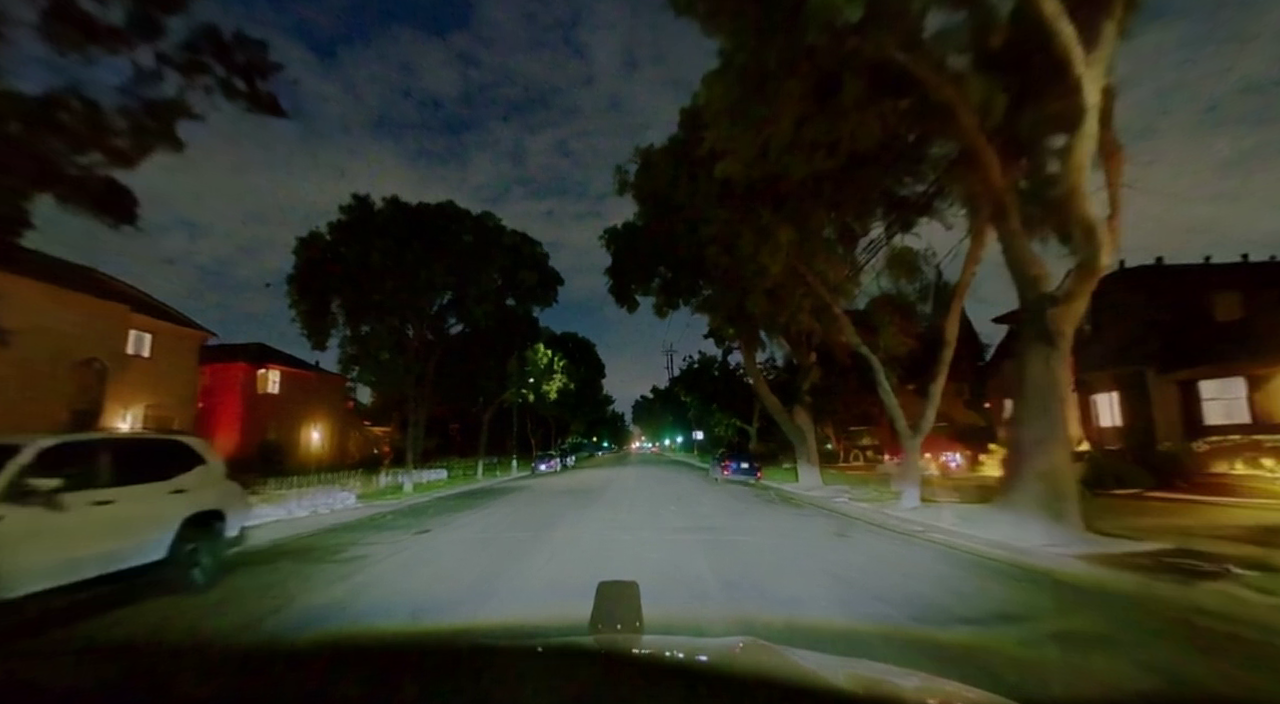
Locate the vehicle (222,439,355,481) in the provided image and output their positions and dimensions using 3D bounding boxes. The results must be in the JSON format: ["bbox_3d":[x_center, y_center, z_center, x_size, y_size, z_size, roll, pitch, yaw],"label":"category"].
[{"bbox_3d":[-15.332,4.725,27.768,4.530,1.777,2.107,0,-9,-3],"label":"vehicle"}]

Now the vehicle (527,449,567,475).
[{"bbox_3d":[-6.077,7.234,41.785,1.944,1.621,4.187,-1,-9,1],"label":"vehicle"}]

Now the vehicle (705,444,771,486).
[{"bbox_3d":[4.023,4.715,26.738,1.996,1.585,4.371,0,-9,-1],"label":"vehicle"}]

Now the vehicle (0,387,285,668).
[{"bbox_3d":[-5.711,1.425,5.637,2.341,1.942,5.044,0,-9,-3],"label":"vehicle"}]
